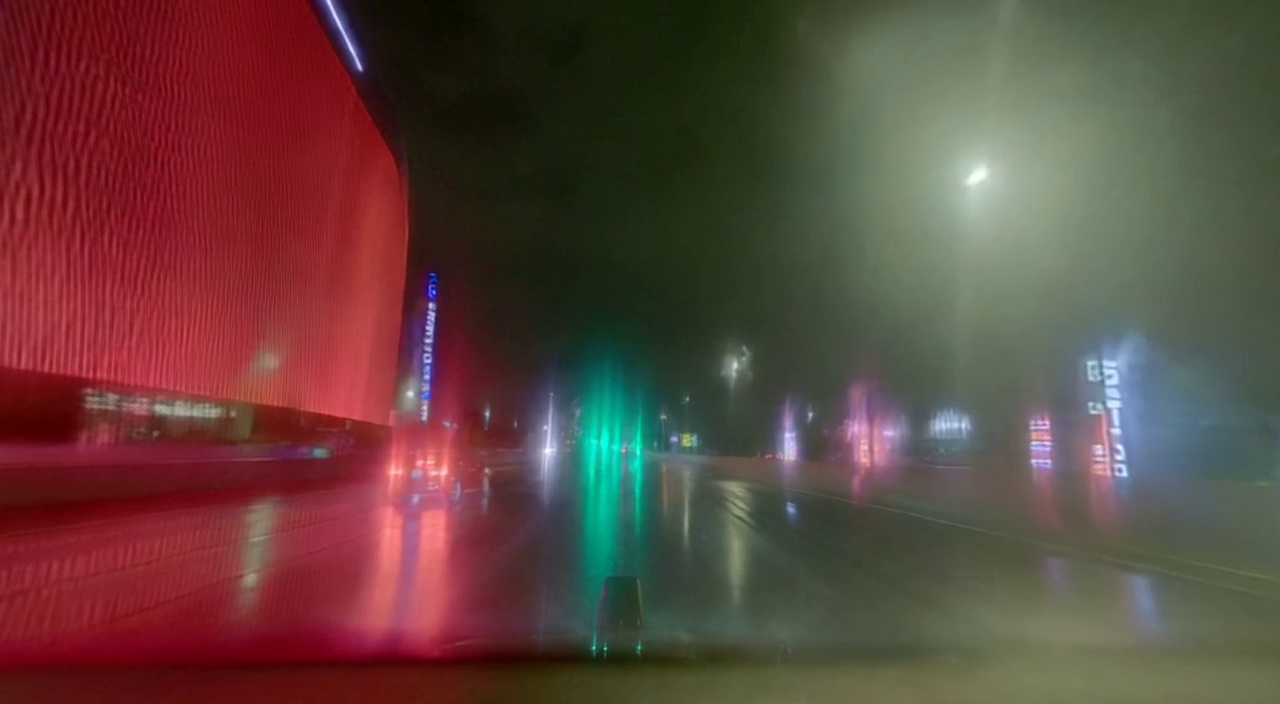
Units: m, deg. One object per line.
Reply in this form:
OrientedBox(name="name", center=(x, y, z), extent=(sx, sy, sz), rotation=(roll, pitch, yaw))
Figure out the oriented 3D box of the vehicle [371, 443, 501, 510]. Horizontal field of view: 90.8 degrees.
OrientedBox(name="vehicle", center=(-5.123, 3.154, 16.510), extent=(1.943, 1.510, 4.201), rotation=(0, -9, 1))
